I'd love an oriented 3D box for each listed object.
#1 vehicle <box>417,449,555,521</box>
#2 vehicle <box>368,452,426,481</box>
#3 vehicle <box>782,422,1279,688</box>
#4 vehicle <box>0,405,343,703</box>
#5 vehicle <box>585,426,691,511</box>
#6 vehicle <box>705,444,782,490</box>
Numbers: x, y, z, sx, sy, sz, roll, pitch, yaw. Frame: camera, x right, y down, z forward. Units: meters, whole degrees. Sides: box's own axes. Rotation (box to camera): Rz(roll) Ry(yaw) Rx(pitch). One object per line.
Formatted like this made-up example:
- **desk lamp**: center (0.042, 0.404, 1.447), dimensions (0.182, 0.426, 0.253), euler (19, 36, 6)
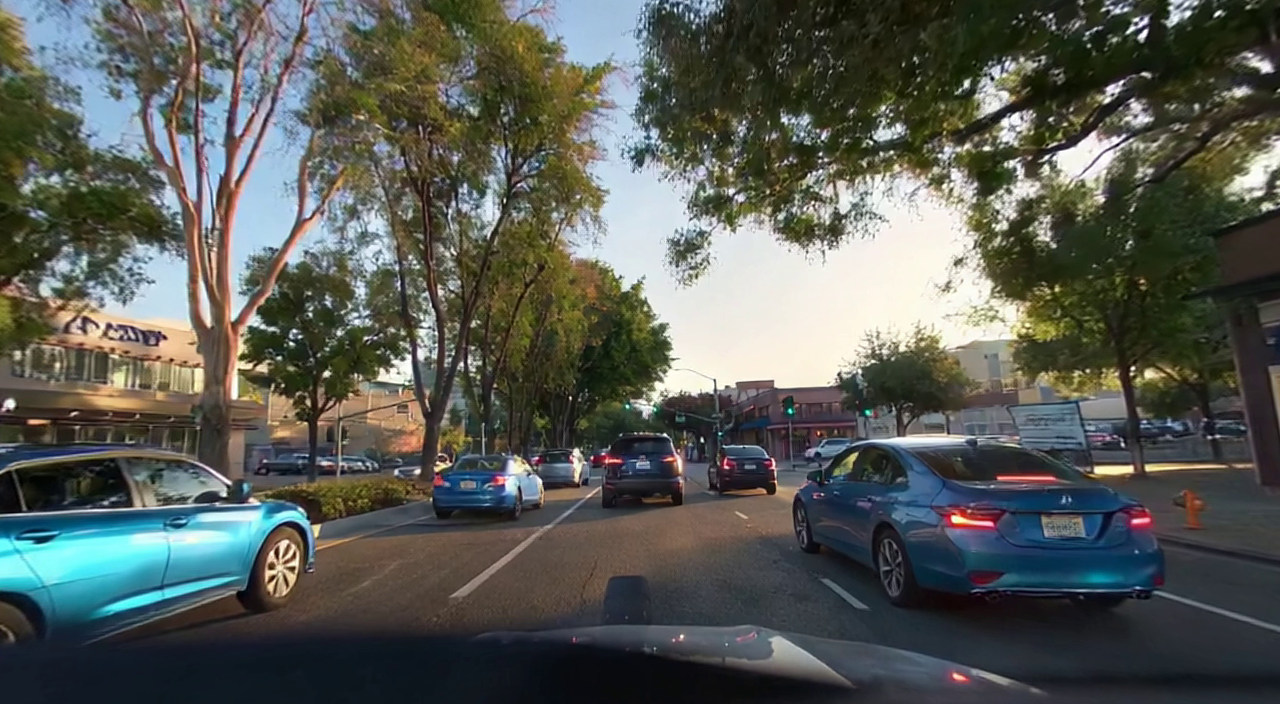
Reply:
- **vehicle**: center (-3.337, 2.954, 14.548), dimensions (2.115, 1.369, 3.908), euler (0, -8, 2)
- **vehicle**: center (-15.385, 7.222, 40.160), dimensions (1.907, 1.681, 4.319), euler (0, -8, 1)
- **vehicle**: center (2.893, 1.480, 5.870), dimensions (2.052, 1.475, 4.540), euler (0, -8, 0)
- **vehicle**: center (-3.966, 1.168, 3.869), dimensions (2.173, 1.536, 4.285), euler (0, -8, 0)
- **vehicle**: center (-0.024, 2.942, 16.419), dimensions (2.361, 1.898, 4.465), euler (0, -8, 0)
- **vehicle**: center (3.622, 4.094, 22.858), dimensions (2.058, 1.472, 4.317), euler (0, -8, 0)
